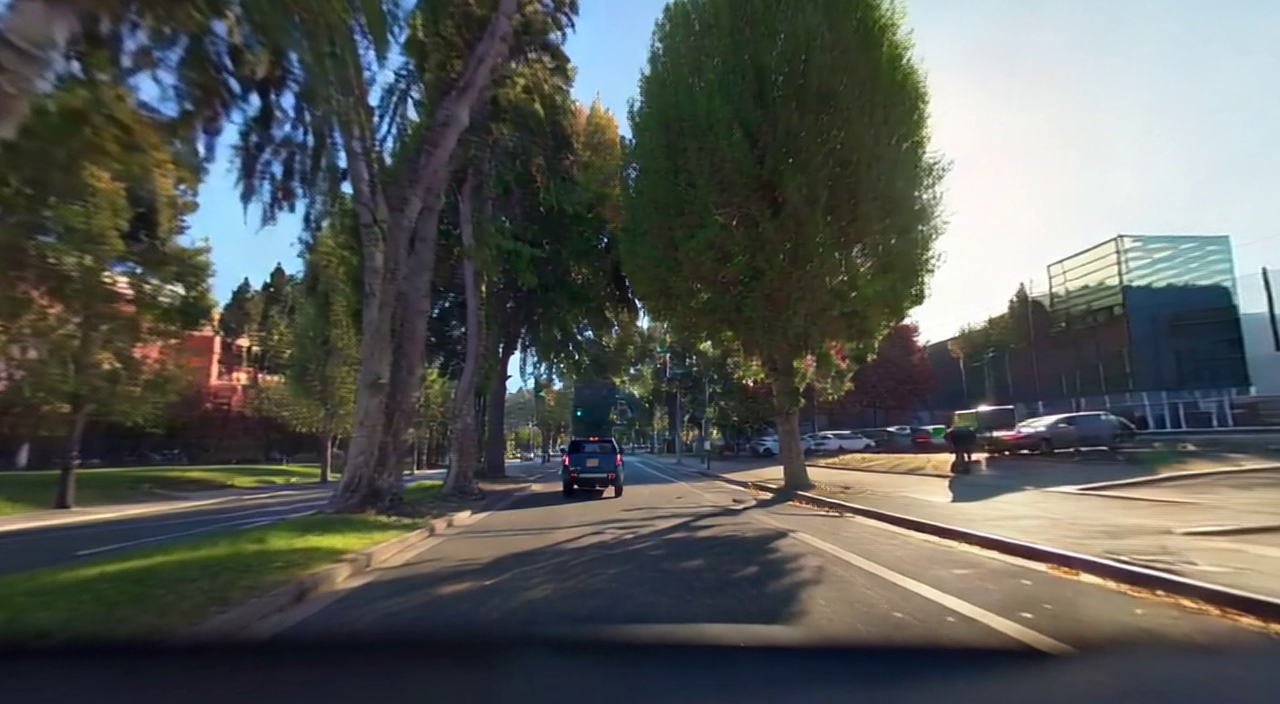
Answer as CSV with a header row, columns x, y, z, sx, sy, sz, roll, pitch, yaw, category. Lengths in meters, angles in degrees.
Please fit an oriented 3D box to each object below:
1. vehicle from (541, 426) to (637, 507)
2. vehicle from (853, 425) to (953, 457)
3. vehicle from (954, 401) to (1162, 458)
x,y,z,sx,sy,sz,roll,pitch,yaw,category
-1.251,3.037,17.297,2.157,1.816,5.804,0,-8,-2,vehicle
12.444,4.241,30.040,3.895,1.451,1.830,0,-9,-4,vehicle
12.717,2.426,19.489,4.788,1.625,2.319,0,-9,-3,vehicle
